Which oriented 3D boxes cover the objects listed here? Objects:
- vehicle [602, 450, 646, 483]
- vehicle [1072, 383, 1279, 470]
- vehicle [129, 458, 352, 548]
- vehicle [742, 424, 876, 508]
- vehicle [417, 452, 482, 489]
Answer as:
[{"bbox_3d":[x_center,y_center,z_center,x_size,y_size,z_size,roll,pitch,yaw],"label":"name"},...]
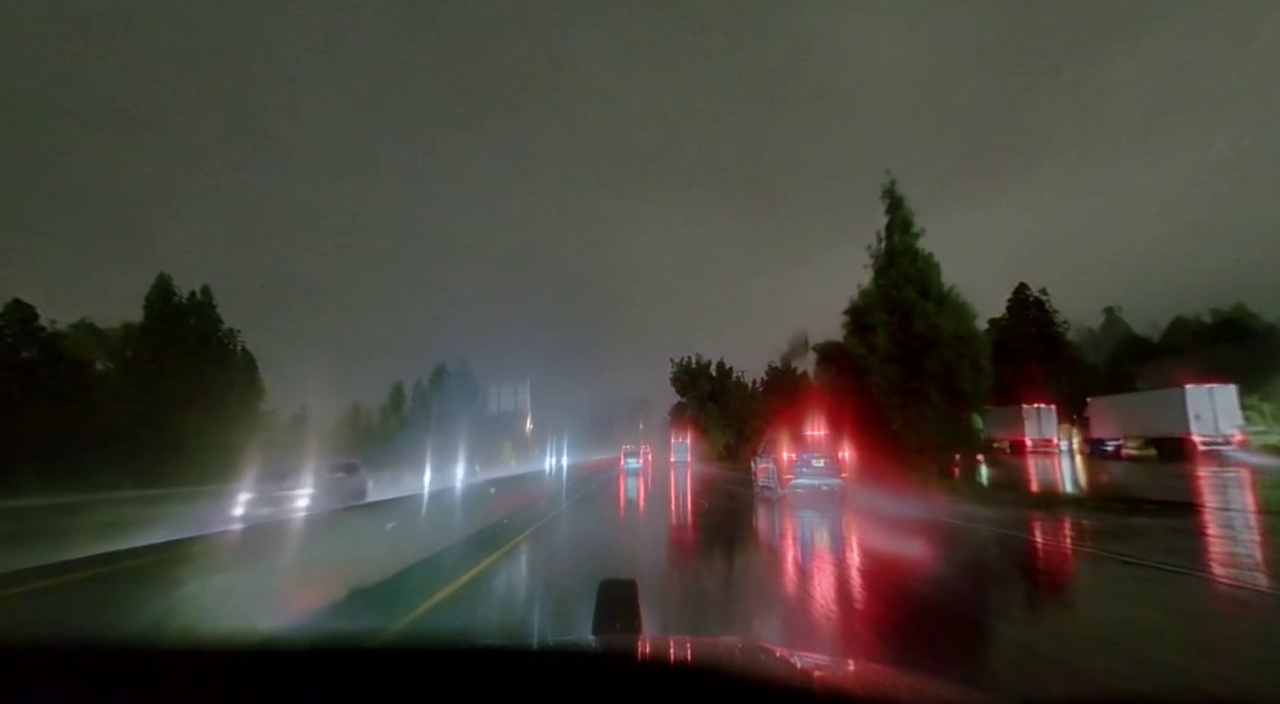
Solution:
[{"bbox_3d":[-0.770,5.660,31.232,2.029,1.483,3.769,0,-9,-1],"label":"vehicle"},{"bbox_3d":[27.263,4.030,32.469,2.971,3.746,10.126,-1,-9,4],"label":"vehicle"},{"bbox_3d":[-8.214,3.096,13.505,1.896,1.519,4.372,0,-9,0],"label":"vehicle"},{"bbox_3d":[4.389,3.064,17.247,2.261,1.952,4.784,0,-9,-1],"label":"vehicle"},{"bbox_3d":[-9.863,6.132,32.835,1.992,1.759,4.557,0,-9,0],"label":"vehicle"}]
